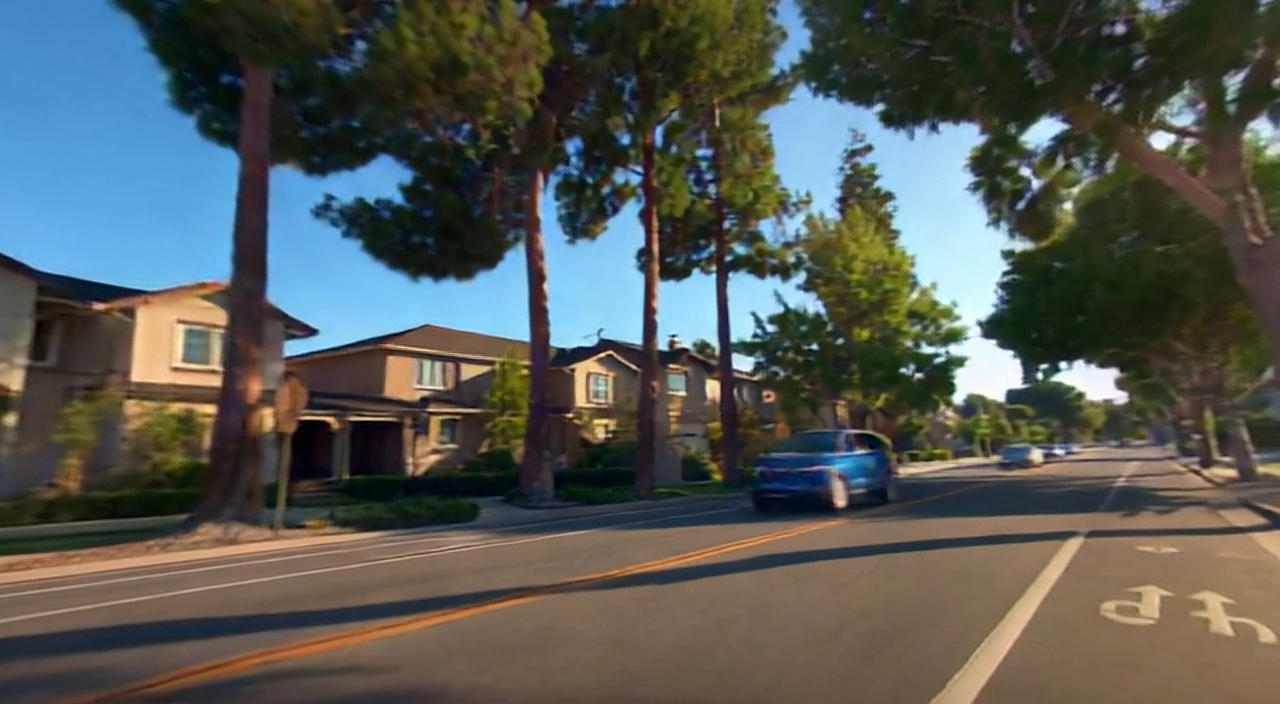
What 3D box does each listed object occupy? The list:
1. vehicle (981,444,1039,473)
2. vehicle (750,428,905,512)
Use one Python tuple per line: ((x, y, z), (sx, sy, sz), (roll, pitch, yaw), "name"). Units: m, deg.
((20.227, 5.763, 34.374), (1.906, 1.498, 4.222), (-8, -11, 40), "vehicle")
((4.954, 2.954, 16.275), (2.089, 1.835, 4.528), (-8, -11, 39), "vehicle")
